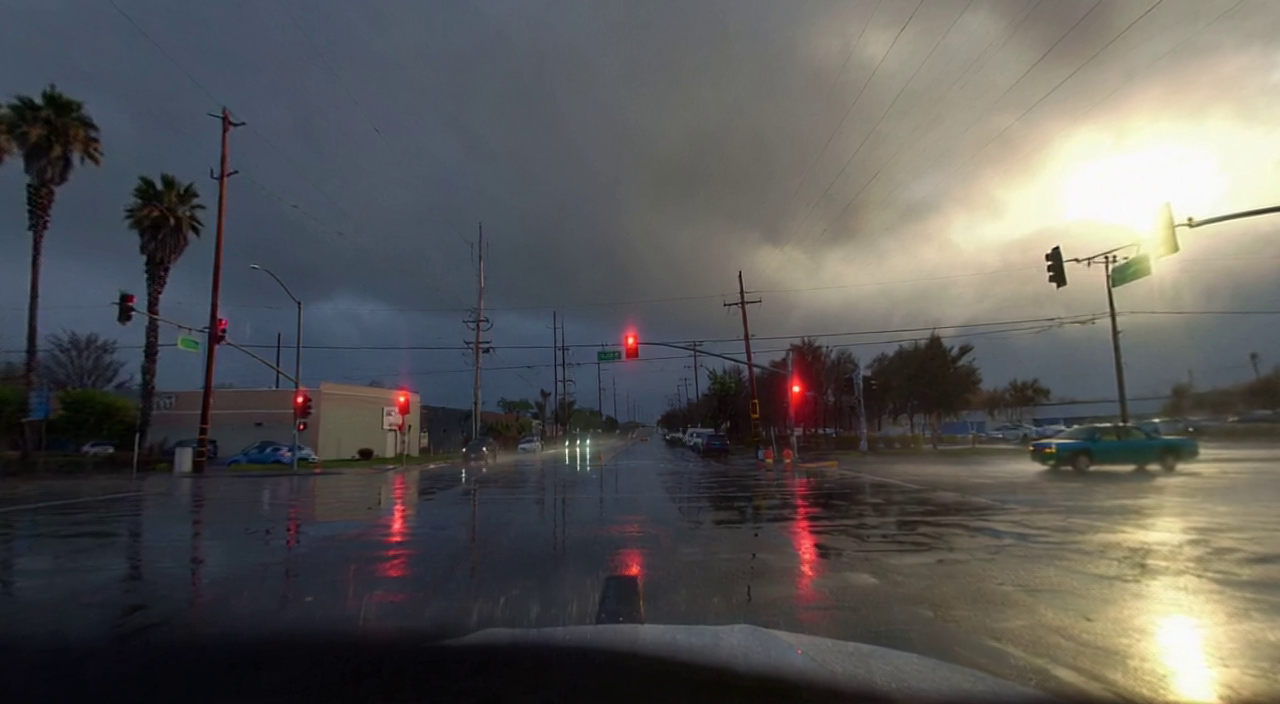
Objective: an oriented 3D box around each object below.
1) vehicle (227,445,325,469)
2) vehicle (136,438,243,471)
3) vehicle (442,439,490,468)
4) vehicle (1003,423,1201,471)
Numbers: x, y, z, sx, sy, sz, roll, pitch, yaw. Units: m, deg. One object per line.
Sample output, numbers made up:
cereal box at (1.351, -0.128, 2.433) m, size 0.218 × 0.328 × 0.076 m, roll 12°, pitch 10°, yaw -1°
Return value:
vehicle at (-22.317, 6.434, 38.846) m, size 4.849 × 1.444 × 1.881 m, roll 0°, pitch -8°, yaw 1°
vehicle at (-25.913, 5.926, 36.460) m, size 4.613 × 1.820 × 2.021 m, roll 0°, pitch -9°, yaw 3°
vehicle at (-11.984, 6.989, 43.809) m, size 2.016 × 1.717 × 4.287 m, roll 0°, pitch -6°, yaw 1°
vehicle at (15.225, 3.166, 21.087) m, size 4.918 × 1.479 × 1.897 m, roll -1°, pitch -9°, yaw 7°
